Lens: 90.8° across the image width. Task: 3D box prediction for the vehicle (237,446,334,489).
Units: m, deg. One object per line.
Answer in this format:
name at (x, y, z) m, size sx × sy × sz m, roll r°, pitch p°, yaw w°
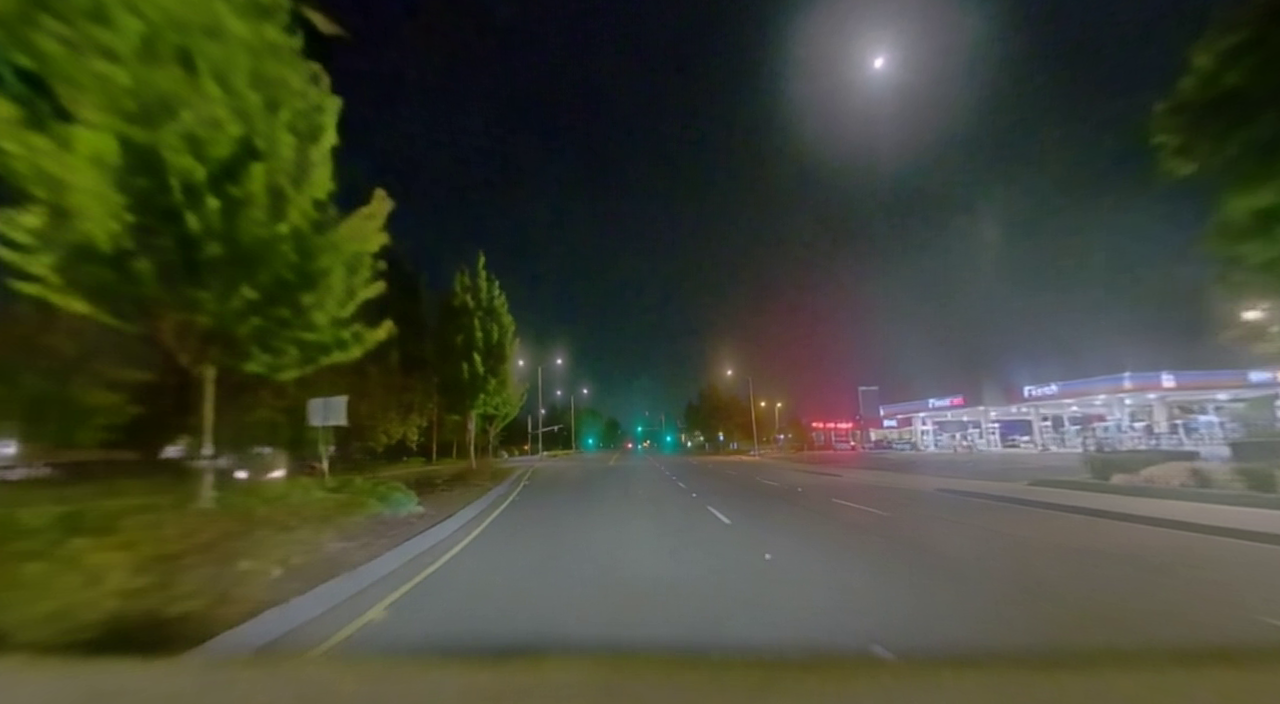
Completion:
vehicle at (-12.890, 4.197, 23.226) m, size 1.608 × 1.402 × 3.620 m, roll -1°, pitch -9°, yaw -3°
